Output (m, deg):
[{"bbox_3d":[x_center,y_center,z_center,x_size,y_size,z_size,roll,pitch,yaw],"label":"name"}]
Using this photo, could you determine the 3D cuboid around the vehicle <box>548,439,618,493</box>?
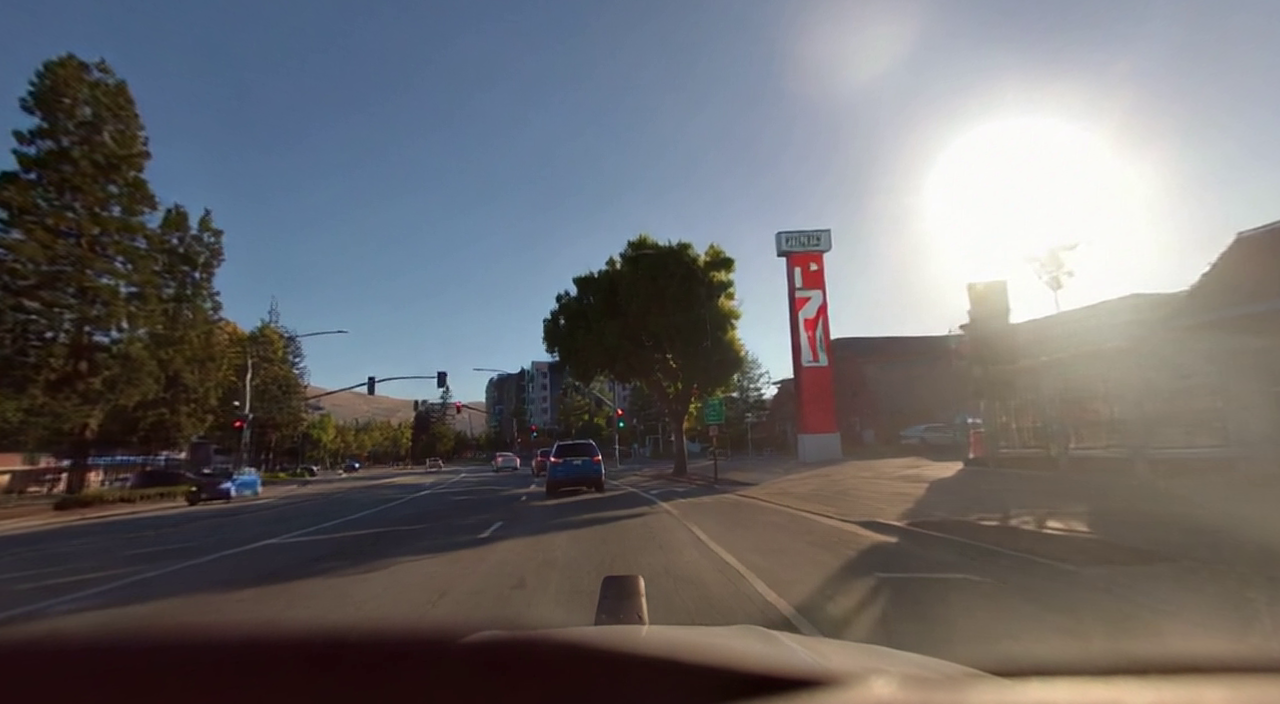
[{"bbox_3d":[-2.139,4.069,22.770,2.227,1.733,3.930,2,-9,-9],"label":"vehicle"}]

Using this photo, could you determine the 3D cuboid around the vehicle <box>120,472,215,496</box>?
[{"bbox_3d":[-33.048,9.233,44.368,4.804,1.544,2.244,4,-10,-21],"label":"vehicle"}]

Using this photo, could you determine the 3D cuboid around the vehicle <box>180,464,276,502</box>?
[{"bbox_3d":[-18.857,6.002,29.201,2.071,1.506,4.604,2,-9,-11],"label":"vehicle"}]

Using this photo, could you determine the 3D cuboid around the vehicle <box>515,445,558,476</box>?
[{"bbox_3d":[-7.065,7.283,42.558,2.067,1.947,4.628,3,-10,-18],"label":"vehicle"}]
